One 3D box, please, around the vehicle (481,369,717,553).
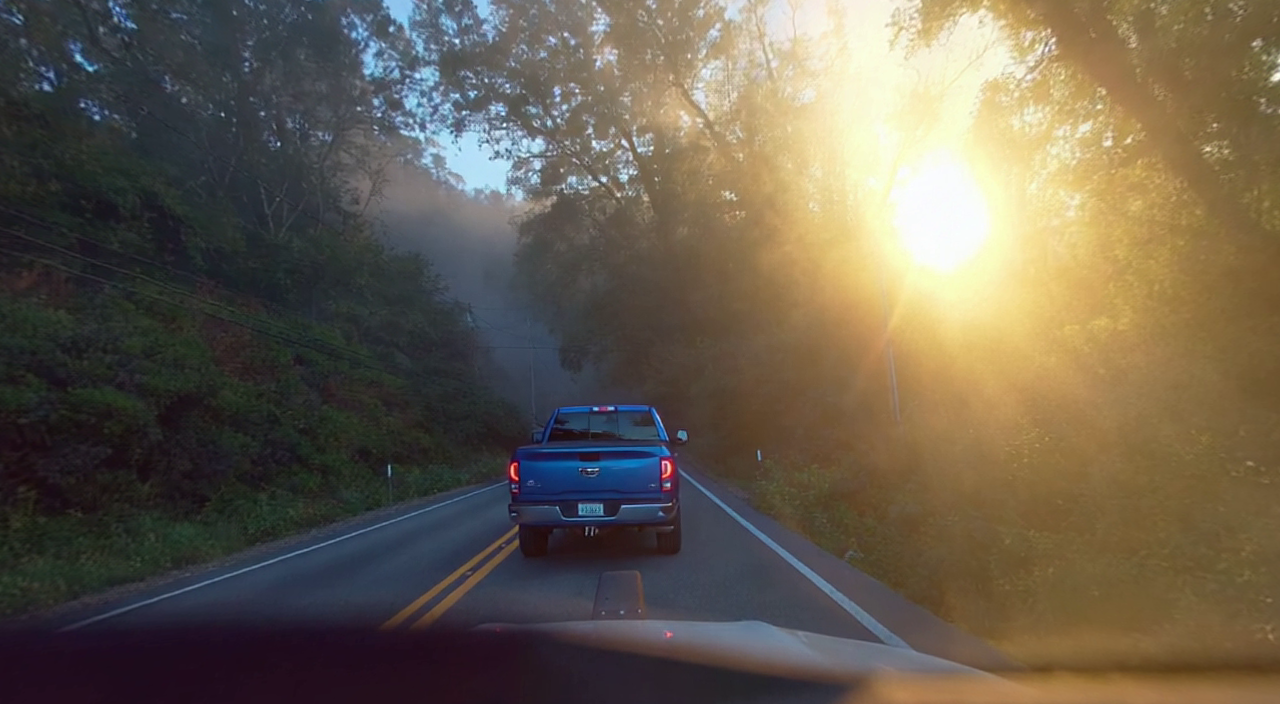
[{"bbox_3d":[-0.527,1.749,10.673,2.837,2.223,5.885,0,-8,-1],"label":"vehicle"}]
